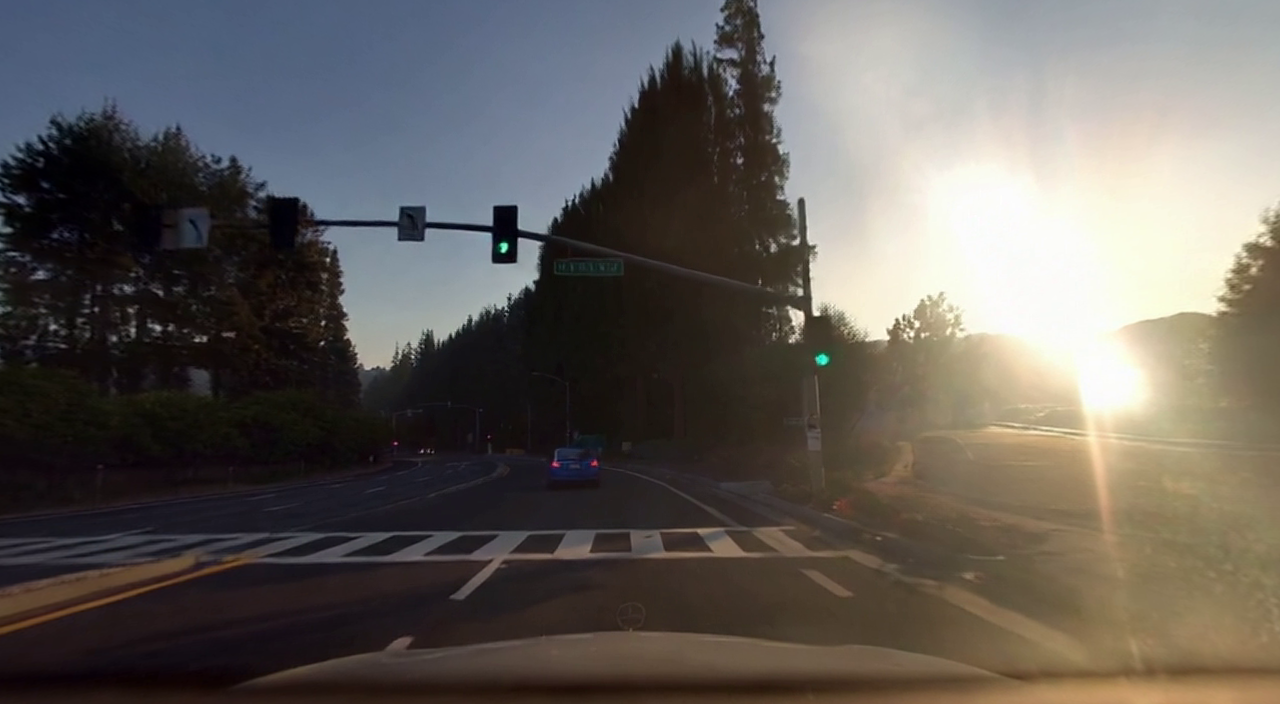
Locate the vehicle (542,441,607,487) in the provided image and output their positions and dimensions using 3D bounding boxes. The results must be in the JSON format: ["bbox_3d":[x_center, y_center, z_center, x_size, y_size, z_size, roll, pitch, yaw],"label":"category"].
[{"bbox_3d":[-2.525,4.084,23.366,2.148,1.521,4.089,1,-8,-9],"label":"vehicle"}]
